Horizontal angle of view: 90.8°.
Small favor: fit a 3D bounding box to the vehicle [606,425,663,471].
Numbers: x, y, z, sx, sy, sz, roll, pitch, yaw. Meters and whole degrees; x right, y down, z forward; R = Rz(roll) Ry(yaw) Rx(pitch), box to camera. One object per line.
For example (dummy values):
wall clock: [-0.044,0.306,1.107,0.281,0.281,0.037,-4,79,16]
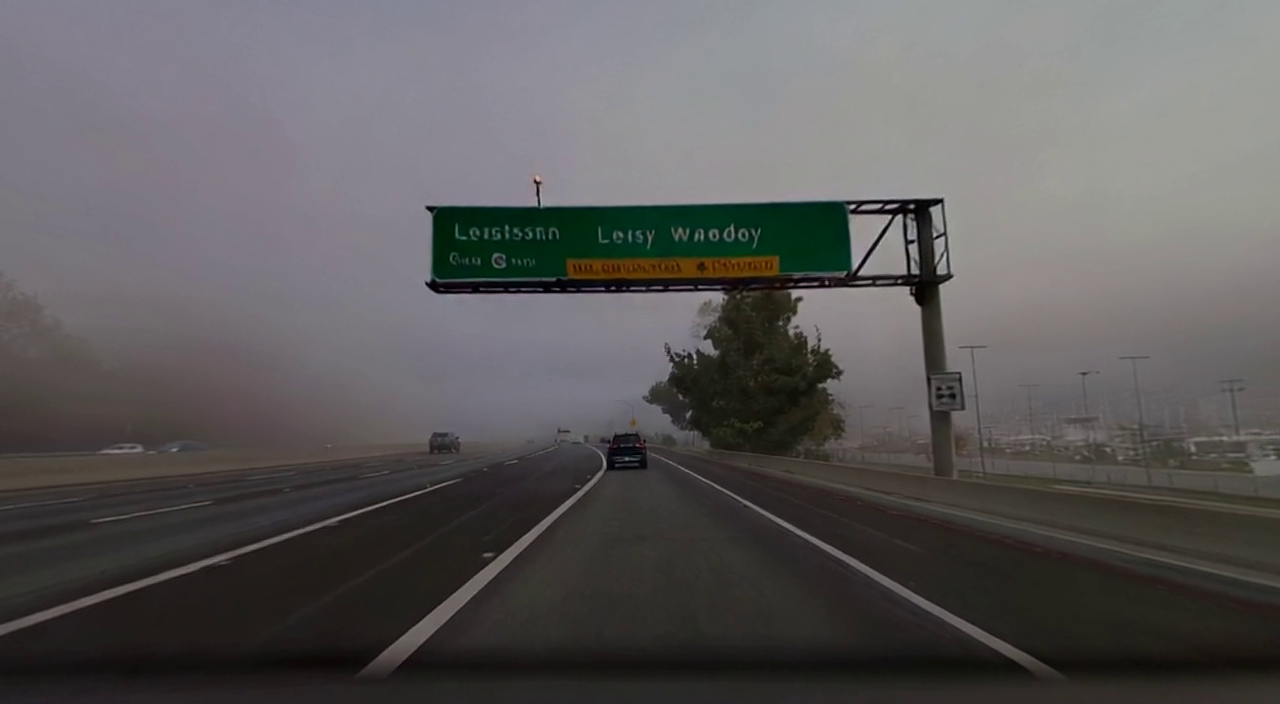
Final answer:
vehicle: [-0.278,4.558,30.131,2.497,1.957,5.432,0,-8,-1]
